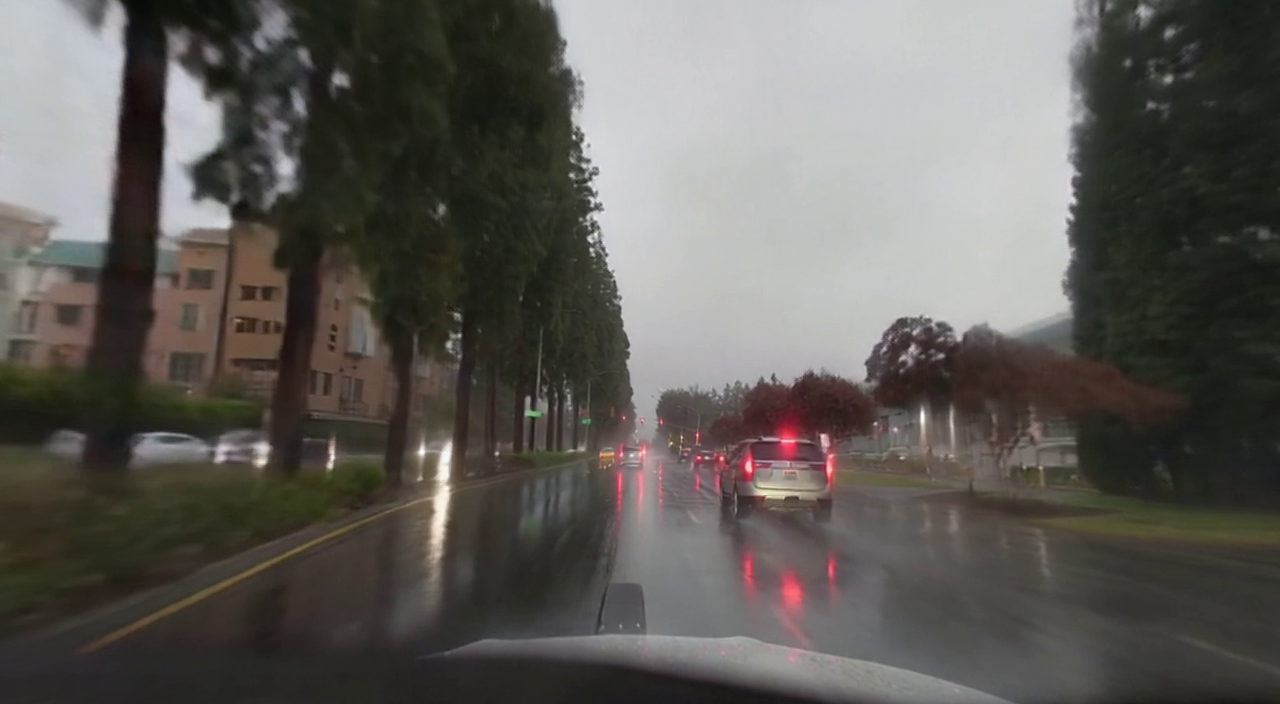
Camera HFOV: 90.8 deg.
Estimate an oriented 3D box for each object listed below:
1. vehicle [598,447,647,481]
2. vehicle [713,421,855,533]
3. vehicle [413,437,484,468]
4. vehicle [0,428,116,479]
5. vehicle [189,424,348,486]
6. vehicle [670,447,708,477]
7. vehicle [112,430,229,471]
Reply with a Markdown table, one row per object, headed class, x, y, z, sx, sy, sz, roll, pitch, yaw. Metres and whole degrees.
| class | x | y | z | sx | sy | sz | roll | pitch | yaw |
| --- | --- | --- | --- | --- | --- | --- | --- | --- | --- |
| vehicle | -0.741 | 5.110 | 29.118 | 2.119 | 1.460 | 3.847 | 0 | -9 | 0 |
| vehicle | 2.911 | 2.631 | 13.780 | 2.035 | 1.940 | 4.299 | 3 | -9 | -1 |
| vehicle | -11.609 | 6.139 | 38.764 | 2.496 | 1.750 | 5.670 | 0 | -9 | 1 |
| vehicle | -19.240 | 3.150 | 19.655 | 1.913 | 1.417 | 4.592 | 0 | -9 | 0 |
| vehicle | -11.187 | 3.157 | 19.526 | 2.105 | 1.645 | 4.590 | 0 | -9 | 0 |
| vehicle | 2.943 | 6.697 | 38.588 | 1.922 | 1.708 | 4.126 | 0 | -9 | -1 |
| vehicle | -19.400 | 4.111 | 26.368 | 1.780 | 1.546 | 4.060 | 0 | -9 | -1 |
